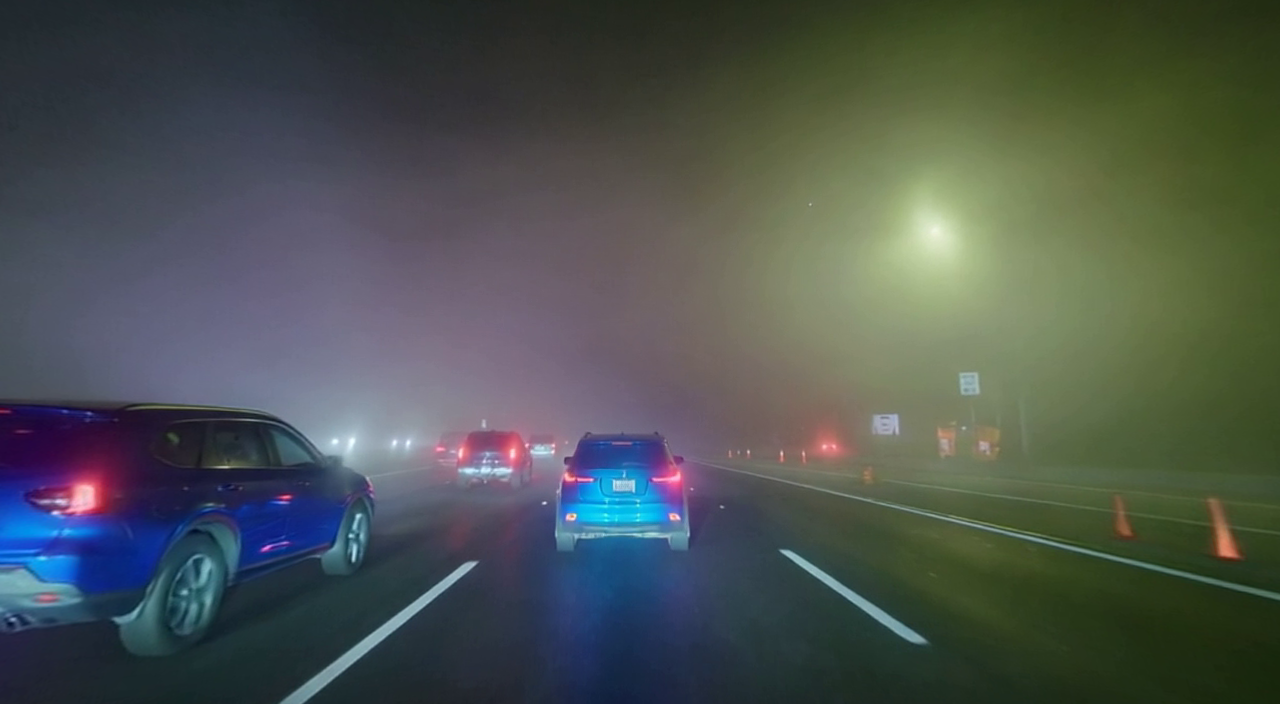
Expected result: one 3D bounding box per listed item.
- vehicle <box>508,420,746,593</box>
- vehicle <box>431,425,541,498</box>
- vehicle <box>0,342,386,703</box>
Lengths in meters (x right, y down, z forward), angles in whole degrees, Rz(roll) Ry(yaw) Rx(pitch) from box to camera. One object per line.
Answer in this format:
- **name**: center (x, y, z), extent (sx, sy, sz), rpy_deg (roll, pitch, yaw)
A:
- **vehicle**: center (-0.194, 1.648, 7.575), extent (2.069, 1.484, 3.982), rpy_deg (0, -9, -2)
- **vehicle**: center (-3.975, 2.904, 17.091), extent (1.982, 1.727, 4.057), rpy_deg (0, -9, -1)
- **vehicle**: center (-3.667, 1.103, 4.563), extent (2.025, 1.708, 4.089), rpy_deg (0, -9, -2)
